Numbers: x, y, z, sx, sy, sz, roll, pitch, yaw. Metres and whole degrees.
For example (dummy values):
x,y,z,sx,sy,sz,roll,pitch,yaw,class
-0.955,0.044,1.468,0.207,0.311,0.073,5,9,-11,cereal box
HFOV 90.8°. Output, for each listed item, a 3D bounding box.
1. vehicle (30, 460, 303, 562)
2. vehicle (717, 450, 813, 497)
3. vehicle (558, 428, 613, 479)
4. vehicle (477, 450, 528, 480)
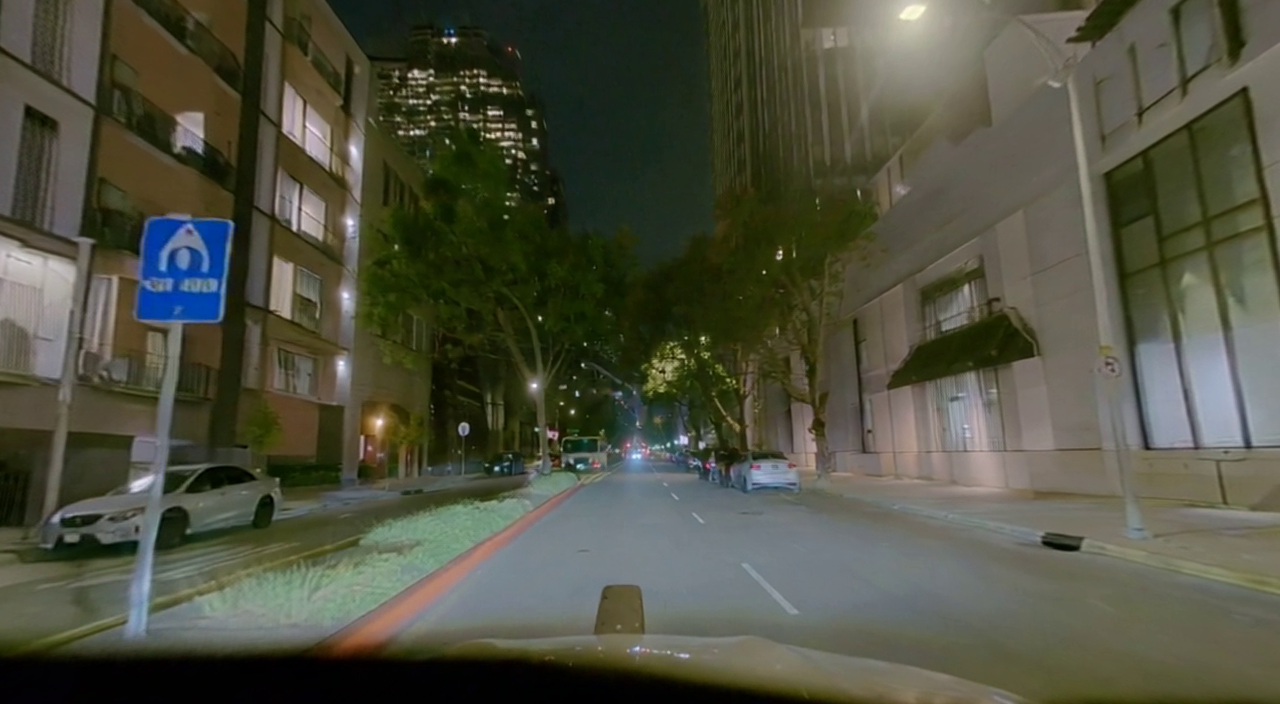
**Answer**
x,y,z,sx,sy,sz,roll,pitch,yaw,class
-8.739,2.923,12.319,2.007,1.503,4.343,0,-9,-1,vehicle
4.600,4.279,22.744,1.858,1.491,4.329,-5,-10,33,vehicle
-2.980,5.751,36.058,2.317,2.596,6.053,0,-8,2,vehicle
-8.881,7.313,41.213,2.256,1.802,4.333,0,-8,2,vehicle
